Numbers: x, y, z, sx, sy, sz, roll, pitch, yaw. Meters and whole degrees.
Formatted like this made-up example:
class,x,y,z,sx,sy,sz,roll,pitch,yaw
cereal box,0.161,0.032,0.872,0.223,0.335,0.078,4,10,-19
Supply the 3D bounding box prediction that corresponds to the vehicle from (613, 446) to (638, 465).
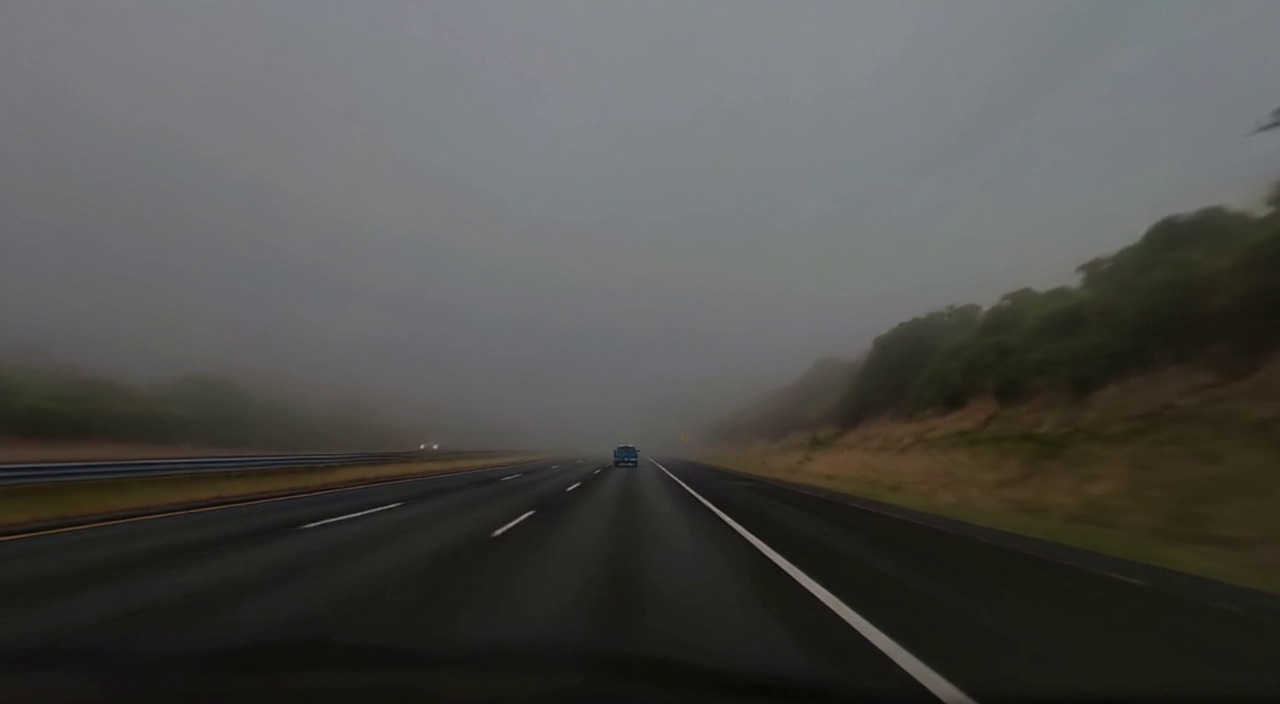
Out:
class,x,y,z,sx,sy,sz,roll,pitch,yaw
vehicle,-1.086,8.133,49.619,1.891,1.456,3.806,0,-9,0
